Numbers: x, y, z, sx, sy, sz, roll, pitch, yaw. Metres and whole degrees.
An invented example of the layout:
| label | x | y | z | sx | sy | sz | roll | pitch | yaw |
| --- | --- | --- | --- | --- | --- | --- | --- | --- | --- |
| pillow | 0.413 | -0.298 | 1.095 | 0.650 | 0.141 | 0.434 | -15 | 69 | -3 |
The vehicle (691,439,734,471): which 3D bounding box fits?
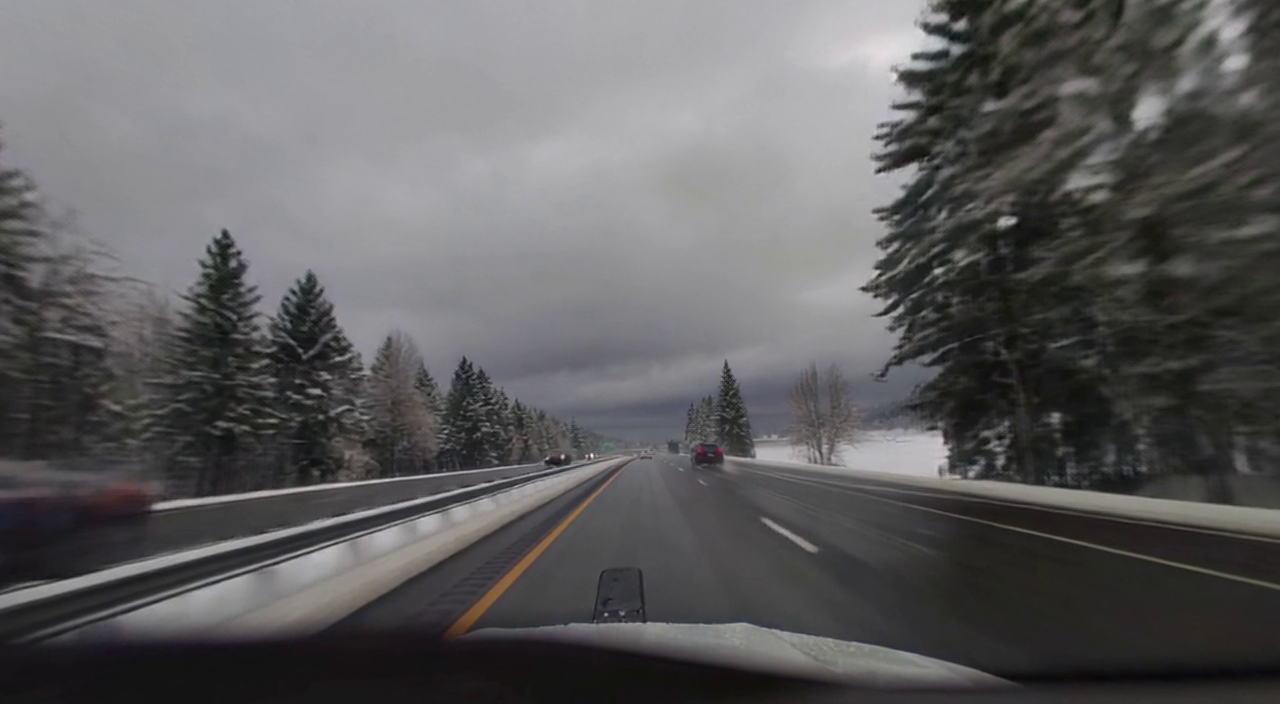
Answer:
| label | x | y | z | sx | sy | sz | roll | pitch | yaw |
| --- | --- | --- | --- | --- | --- | --- | --- | --- | --- |
| vehicle | 4.695 | 6.768 | 41.505 | 2.189 | 2.007 | 4.872 | 0 | -9 | -1 |
